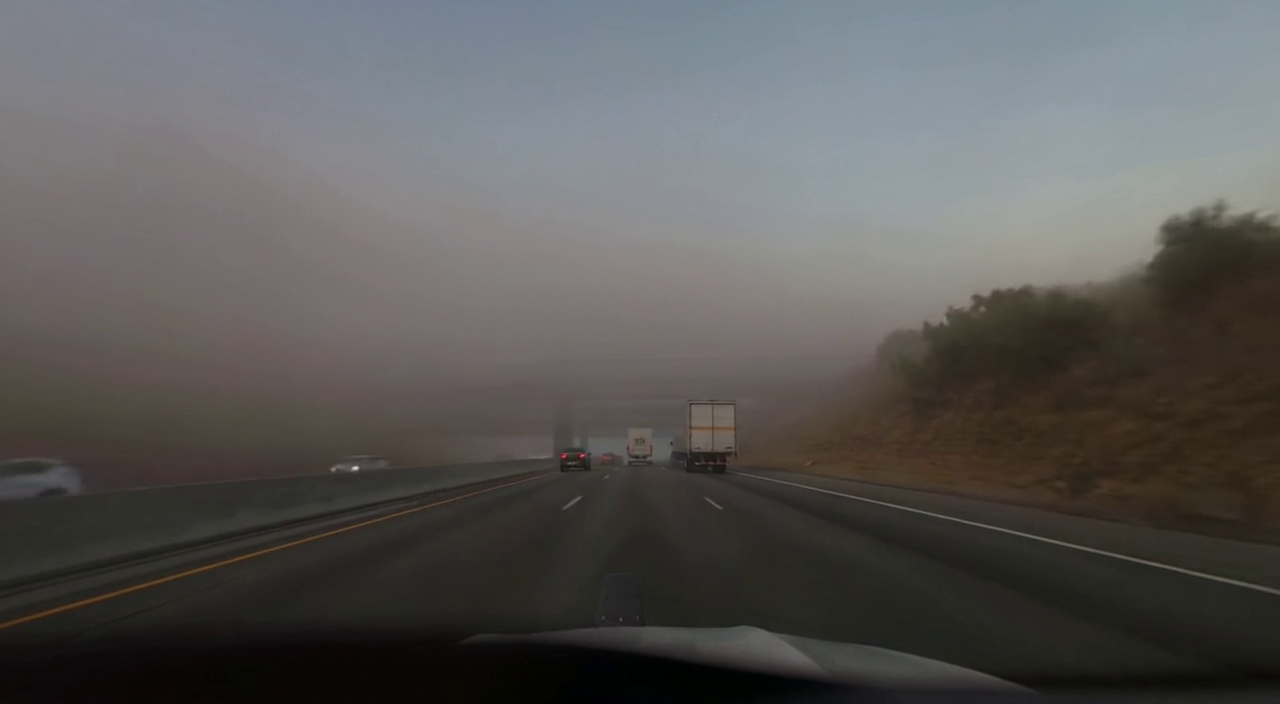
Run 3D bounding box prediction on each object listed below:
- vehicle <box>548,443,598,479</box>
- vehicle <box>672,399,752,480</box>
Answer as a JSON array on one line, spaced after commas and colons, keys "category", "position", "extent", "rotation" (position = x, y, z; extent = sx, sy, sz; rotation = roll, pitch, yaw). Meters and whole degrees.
[{"category": "vehicle", "position": [-3.238, 5.393, 31.388], "extent": [2.007, 1.647, 3.854], "rotation": [0, -9, 1]}, {"category": "vehicle", "position": [4.046, 5.676, 40.175], "extent": [3.131, 4.037, 16.729], "rotation": [0, -9, 0]}]
